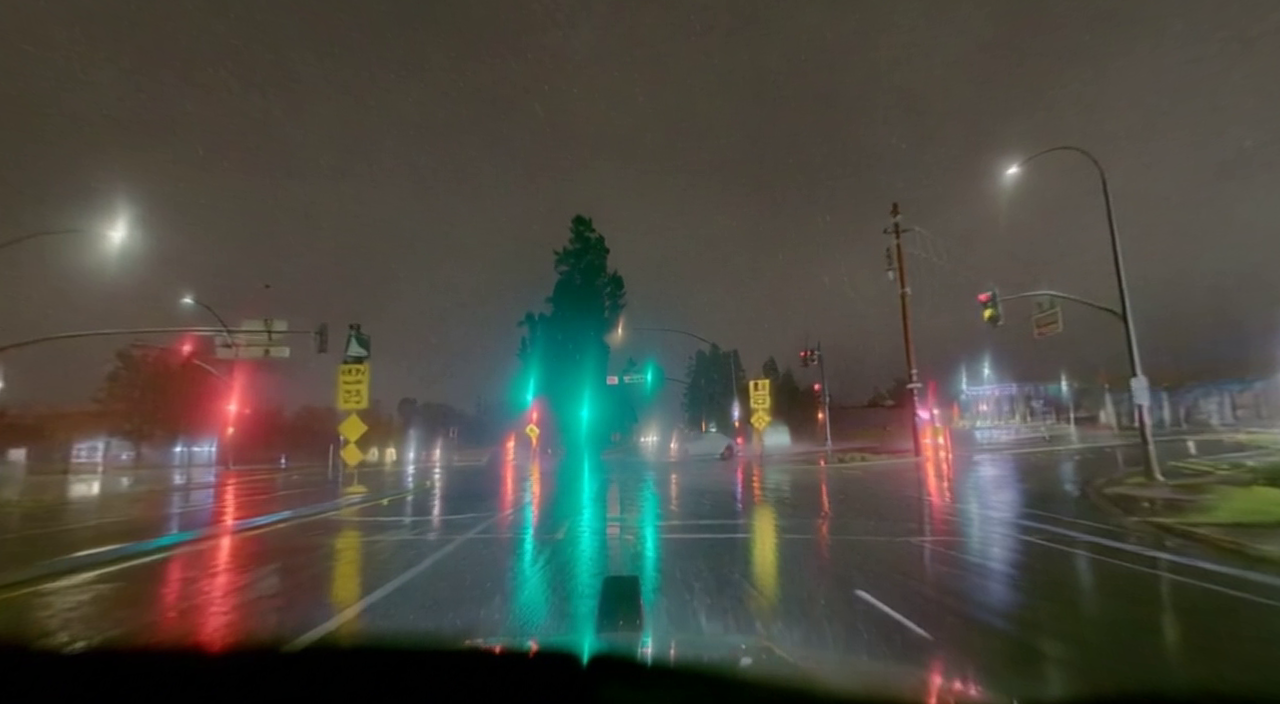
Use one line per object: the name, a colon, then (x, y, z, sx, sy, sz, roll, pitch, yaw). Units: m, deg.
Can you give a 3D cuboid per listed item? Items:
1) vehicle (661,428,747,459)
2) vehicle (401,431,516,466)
vehicle: (3.530, 5.096, 35.312, 4.478, 1.678, 1.870, 1, -8, -8)
vehicle: (-8.399, 4.478, 29.502, 4.709, 1.501, 1.895, 7, -11, -39)
